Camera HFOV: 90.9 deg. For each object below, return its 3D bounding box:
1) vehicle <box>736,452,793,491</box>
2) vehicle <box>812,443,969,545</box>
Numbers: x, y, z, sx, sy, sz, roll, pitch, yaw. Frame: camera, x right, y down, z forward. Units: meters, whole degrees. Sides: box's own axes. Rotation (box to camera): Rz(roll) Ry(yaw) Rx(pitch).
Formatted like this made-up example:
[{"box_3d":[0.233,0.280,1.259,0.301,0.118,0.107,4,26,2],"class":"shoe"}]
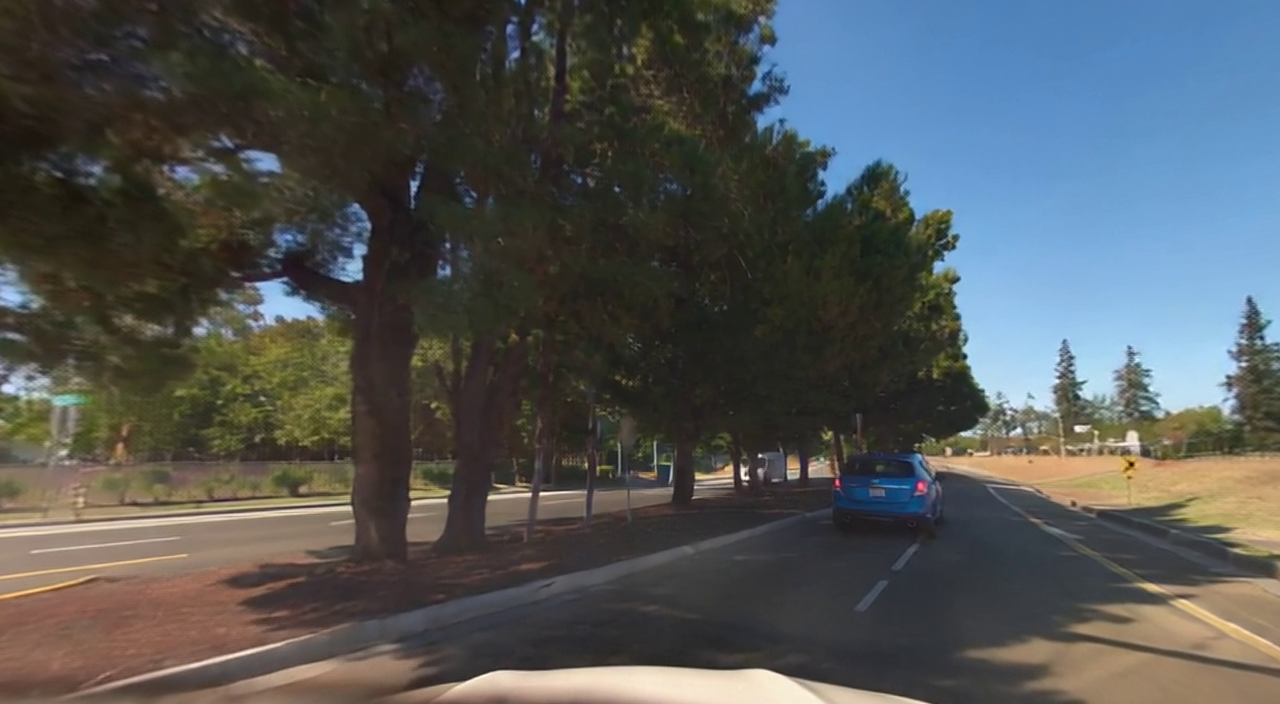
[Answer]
[{"box_3d":[7.139,6.670,35.688,2.150,1.927,5.209,-4,-9,22],"class":"vehicle"},{"box_3d":[4.921,2.515,12.002,2.148,1.521,4.089,-5,-9,29],"class":"vehicle"}]
